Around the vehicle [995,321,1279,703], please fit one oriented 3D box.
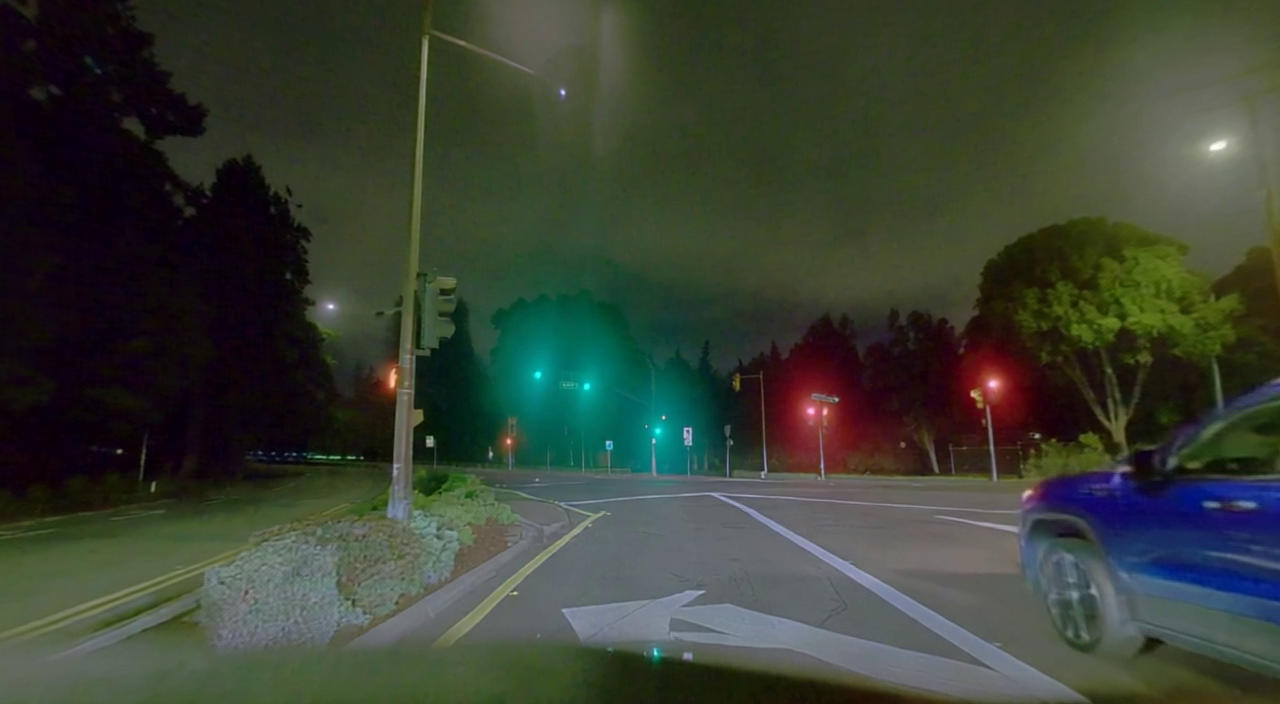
[{"bbox_3d":[3.794,0.704,2.185,2.284,1.788,4.871,-1,-8,0],"label":"vehicle"}]
